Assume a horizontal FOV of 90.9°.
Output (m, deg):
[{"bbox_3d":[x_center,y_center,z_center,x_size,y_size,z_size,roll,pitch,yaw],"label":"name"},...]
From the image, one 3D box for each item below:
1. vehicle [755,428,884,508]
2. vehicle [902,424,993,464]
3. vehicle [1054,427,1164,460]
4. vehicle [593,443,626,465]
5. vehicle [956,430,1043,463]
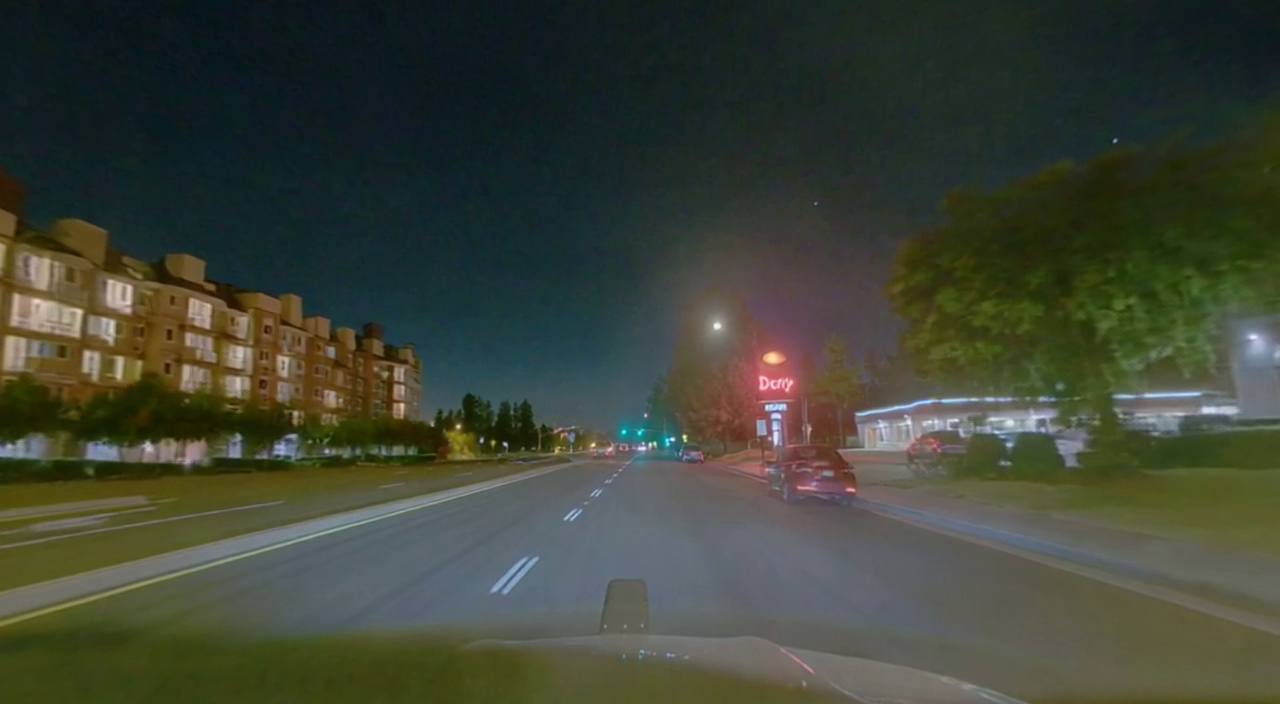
[{"bbox_3d":[4.435,2.933,16.438,2.067,1.755,4.616,0,-8,1],"label":"vehicle"},{"bbox_3d":[14.973,4.544,31.081,2.202,1.822,4.978,-1,-8,3],"label":"vehicle"},{"bbox_3d":[23.054,4.552,31.261,1.940,1.510,4.595,0,-8,0],"label":"vehicle"},{"bbox_3d":[-2.235,7.626,47.429,2.176,1.543,4.335,0,-8,1],"label":"vehicle"},{"bbox_3d":[17.752,4.696,31.374,1.953,1.488,4.129,0,-8,1],"label":"vehicle"}]
